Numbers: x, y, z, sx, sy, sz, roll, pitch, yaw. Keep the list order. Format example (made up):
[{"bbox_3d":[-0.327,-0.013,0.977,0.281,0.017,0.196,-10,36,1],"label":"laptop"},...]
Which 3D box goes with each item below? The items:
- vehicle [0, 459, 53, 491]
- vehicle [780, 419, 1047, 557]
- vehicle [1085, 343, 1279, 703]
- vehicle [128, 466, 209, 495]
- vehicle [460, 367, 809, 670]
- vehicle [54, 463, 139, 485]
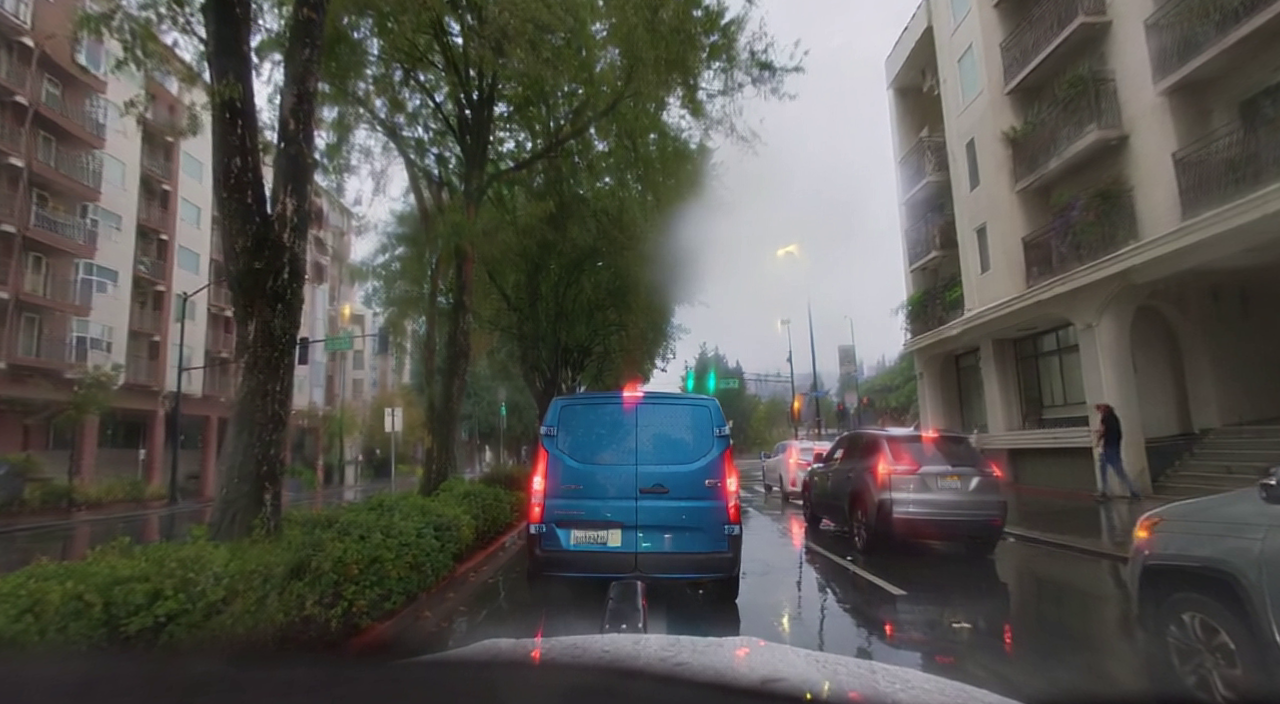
[{"bbox_3d":[-35.502,6.839,35.144,3.843,1.680,1.782,-1,-9,4],"label":"vehicle"},{"bbox_3d":[3.922,2.039,10.228,2.061,1.676,4.734,0,-9,-2],"label":"vehicle"},{"bbox_3d":[3.811,0.694,1.736,2.157,1.748,4.130,0,-9,1],"label":"vehicle"},{"bbox_3d":[-33.244,9.071,44.527,4.292,1.492,1.772,-6,-14,-1],"label":"vehicle"},{"bbox_3d":[-0.031,1.323,6.040,2.101,1.828,4.270,0,-9,0],"label":"vehicle"},{"bbox_3d":[-38.446,8.631,44.641,4.396,1.458,1.809,-1,-9,2],"label":"vehicle"}]
